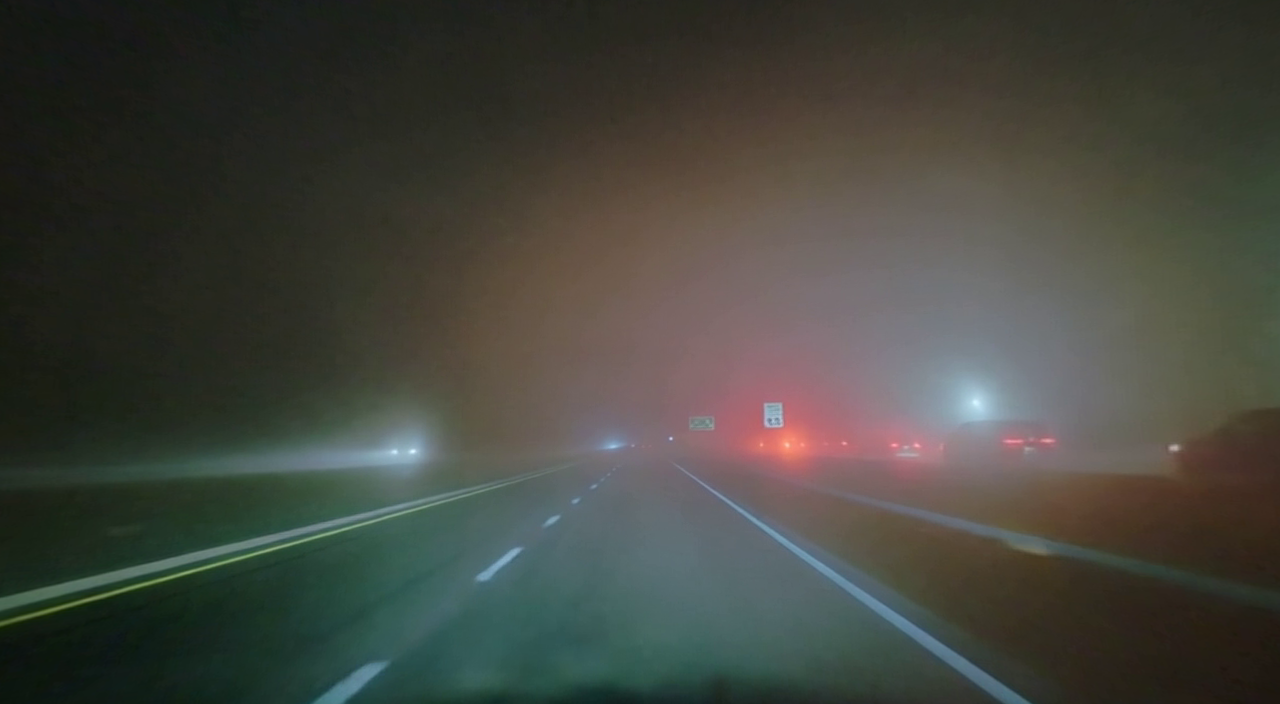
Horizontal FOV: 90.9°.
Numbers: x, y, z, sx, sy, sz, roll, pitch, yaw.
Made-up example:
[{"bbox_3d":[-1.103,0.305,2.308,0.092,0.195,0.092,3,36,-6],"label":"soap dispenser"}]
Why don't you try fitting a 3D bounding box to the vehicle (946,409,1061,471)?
[{"bbox_3d":[27.815,6.857,49.061,3.160,4.297,9.428,0,-8,0],"label":"vehicle"}]
